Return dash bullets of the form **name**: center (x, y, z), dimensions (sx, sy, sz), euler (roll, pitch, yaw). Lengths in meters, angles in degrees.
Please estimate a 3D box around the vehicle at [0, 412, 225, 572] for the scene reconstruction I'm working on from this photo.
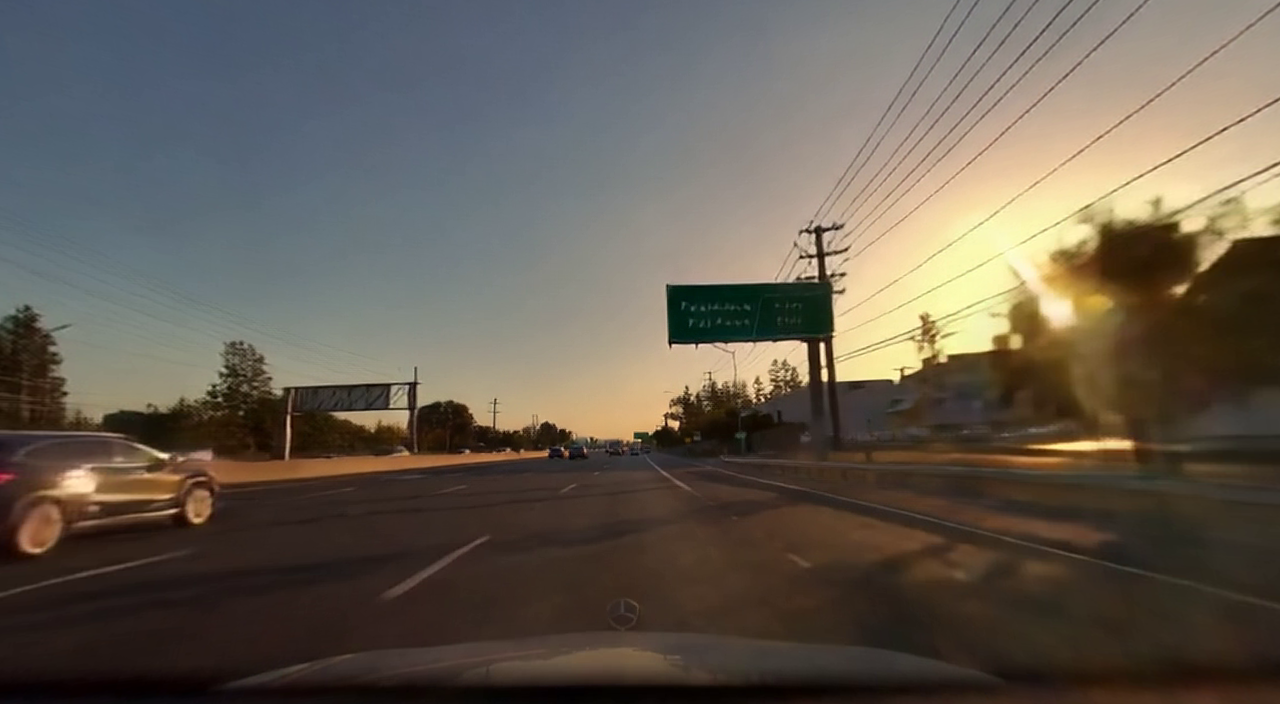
- **vehicle**: center (-7.615, 1.573, 7.558), dimensions (2.140, 1.626, 4.457), euler (0, -8, 2)
